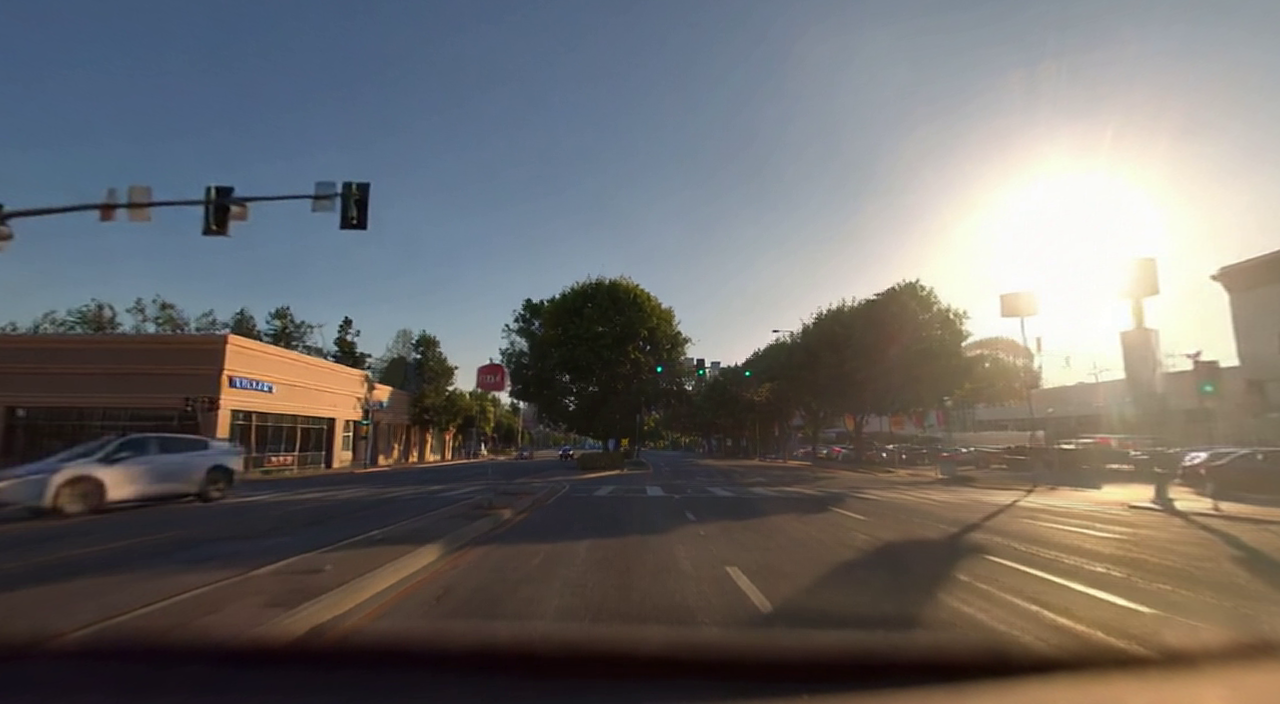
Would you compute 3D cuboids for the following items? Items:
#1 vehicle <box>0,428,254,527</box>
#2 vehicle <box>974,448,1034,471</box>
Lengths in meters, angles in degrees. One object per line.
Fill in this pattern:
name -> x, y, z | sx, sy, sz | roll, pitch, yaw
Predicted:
vehicle -> -11.226, 2.585, 13.659 | 2.010, 1.728, 4.408 | -4, -9, 25
vehicle -> 27.714, 8.159, 48.280 | 1.929, 1.613, 4.530 | 0, -8, 2
